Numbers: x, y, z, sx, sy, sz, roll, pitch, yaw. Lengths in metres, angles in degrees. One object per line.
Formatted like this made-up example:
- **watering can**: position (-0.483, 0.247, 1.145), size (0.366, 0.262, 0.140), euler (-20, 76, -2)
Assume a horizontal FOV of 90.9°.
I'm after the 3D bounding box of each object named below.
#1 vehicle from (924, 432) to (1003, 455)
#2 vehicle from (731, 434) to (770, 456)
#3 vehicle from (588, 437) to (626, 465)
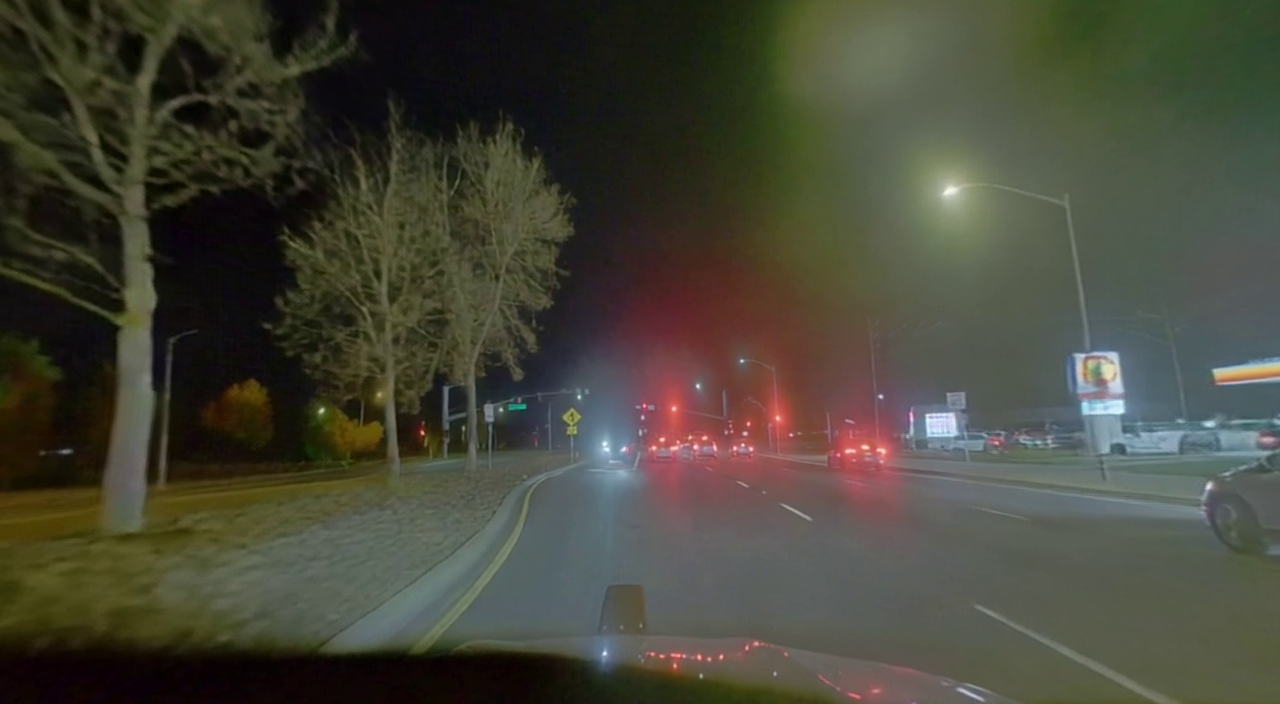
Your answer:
- **vehicle**: position (22.146, 6.294, 43.374), size (1.784, 1.472, 4.532), euler (4, -10, -26)
- **vehicle**: position (8.636, 7.324, 49.637), size (1.991, 1.695, 4.357), euler (1, -9, -4)
- **vehicle**: position (-1.823, 5.626, 35.950), size (2.032, 1.461, 4.173), euler (0, -9, -1)
